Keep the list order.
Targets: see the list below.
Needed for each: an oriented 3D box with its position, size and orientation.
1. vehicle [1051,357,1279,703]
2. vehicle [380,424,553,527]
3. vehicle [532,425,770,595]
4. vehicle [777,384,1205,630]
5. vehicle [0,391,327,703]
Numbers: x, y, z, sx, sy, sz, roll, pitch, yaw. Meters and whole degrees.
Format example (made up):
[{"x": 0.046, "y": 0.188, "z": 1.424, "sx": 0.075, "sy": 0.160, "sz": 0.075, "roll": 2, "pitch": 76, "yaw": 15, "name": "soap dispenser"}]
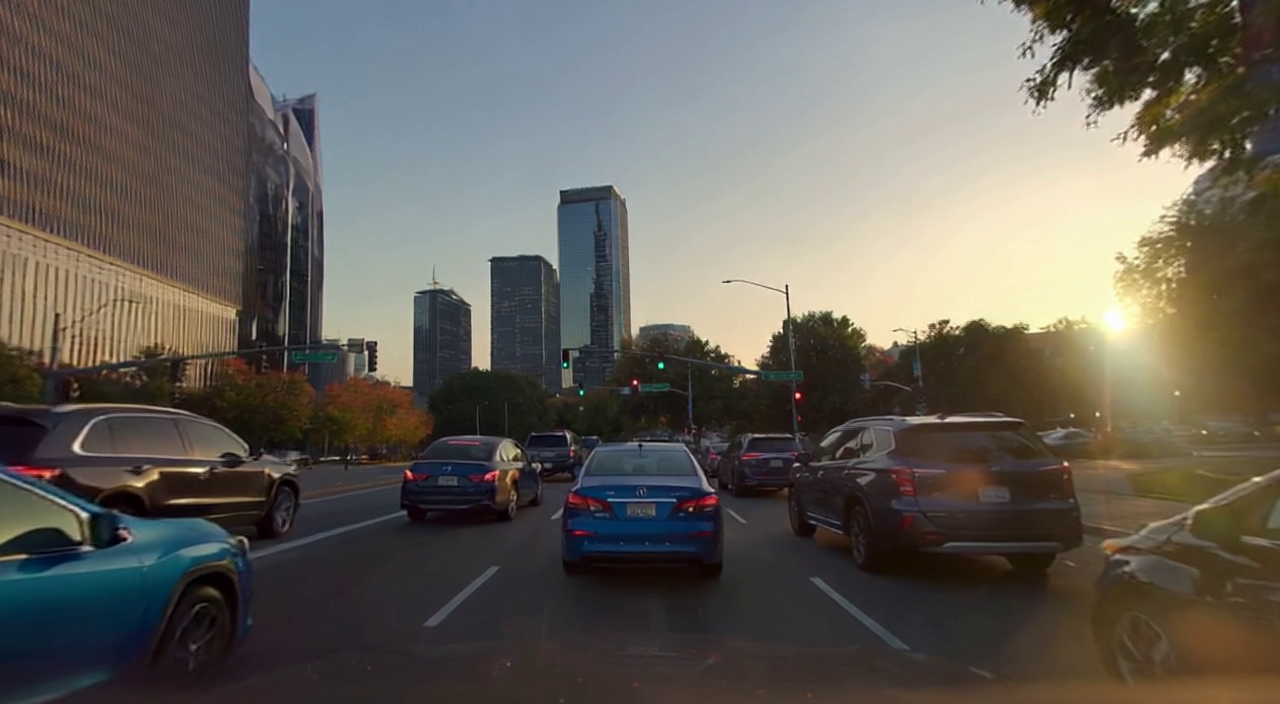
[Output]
[{"x": 2.865, "y": 0.586, "z": 0.438, "sx": 2.051, "sy": 1.548, "sz": 4.532, "roll": 0, "pitch": -9, "yaw": 0, "name": "vehicle"}, {"x": -3.285, "y": 2.454, "z": 13.099, "sx": 2.168, "sy": 1.719, "sz": 4.561, "roll": -1, "pitch": -9, "yaw": 2, "name": "vehicle"}, {"x": 0.088, "y": 1.730, "z": 7.750, "sx": 2.147, "sy": 1.507, "sz": 3.953, "roll": 0, "pitch": -8, "yaw": 0, "name": "vehicle"}, {"x": 3.052, "y": 1.456, "z": 6.864, "sx": 2.108, "sy": 1.785, "sz": 4.334, "roll": 0, "pitch": -9, "yaw": 0, "name": "vehicle"}, {"x": -3.355, "y": 0.884, "z": 2.108, "sx": 2.144, "sy": 1.505, "sz": 4.635, "roll": -1, "pitch": -9, "yaw": 1, "name": "vehicle"}]
